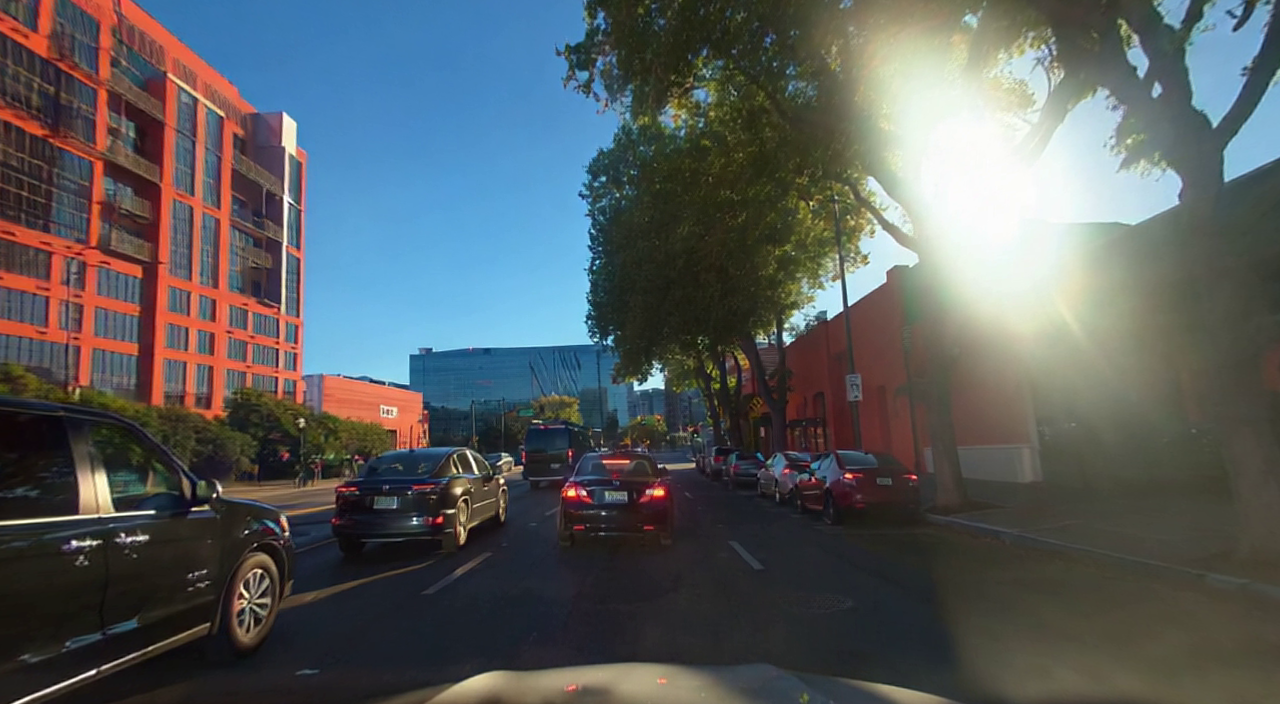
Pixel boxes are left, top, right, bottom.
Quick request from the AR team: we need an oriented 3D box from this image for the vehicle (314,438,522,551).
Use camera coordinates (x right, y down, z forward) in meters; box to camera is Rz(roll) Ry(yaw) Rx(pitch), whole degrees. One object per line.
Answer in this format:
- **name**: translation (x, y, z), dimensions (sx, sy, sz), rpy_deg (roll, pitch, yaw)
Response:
- **vehicle**: translation (-3.532, 2.332, 11.087), dimensions (1.995, 1.554, 4.426), rpy_deg (0, -9, 1)

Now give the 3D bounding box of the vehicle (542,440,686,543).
- **vehicle**: translation (-0.384, 2.417, 11.573), dimensions (2.152, 1.518, 4.113), rpy_deg (0, -9, 0)

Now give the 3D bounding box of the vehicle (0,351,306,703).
- **vehicle**: translation (-3.718, 0.866, 2.496), dimensions (2.140, 1.768, 4.685), rpy_deg (0, -9, 1)

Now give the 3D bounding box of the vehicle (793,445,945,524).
- **vehicle**: translation (4.906, 2.858, 14.196), dimensions (1.832, 1.491, 4.054), rpy_deg (1, -9, -1)
